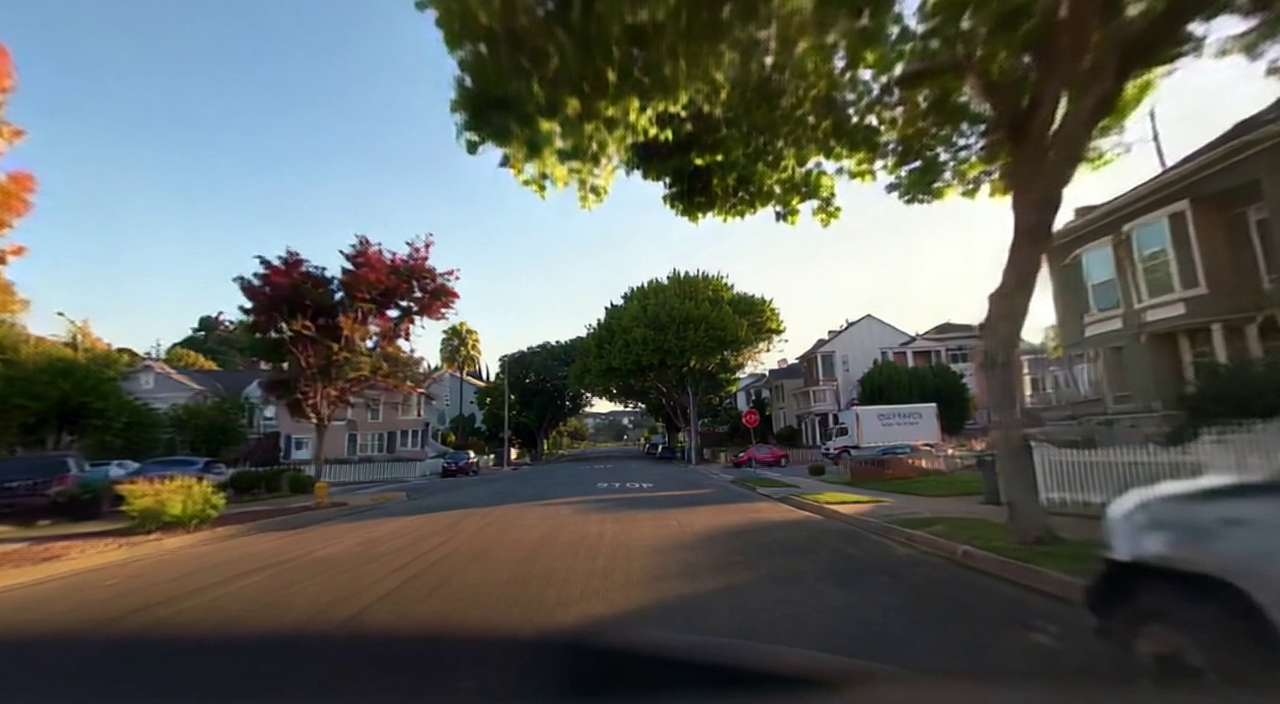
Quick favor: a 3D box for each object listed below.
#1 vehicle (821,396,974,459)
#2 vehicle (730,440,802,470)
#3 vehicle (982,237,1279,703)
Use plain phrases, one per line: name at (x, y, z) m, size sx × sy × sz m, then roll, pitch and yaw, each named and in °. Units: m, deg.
vehicle at (15.225, 4.599, 37.909) m, size 7.759 × 3.523 × 2.930 m, roll -1°, pitch -9°, yaw 0°
vehicle at (7.530, 6.191, 38.123) m, size 3.867 × 1.710 × 2.107 m, roll 0°, pitch -9°, yaw -1°
vehicle at (2.700, 0.445, 0.509) m, size 2.126 × 1.795 × 4.751 m, roll 0°, pitch -9°, yaw 0°
